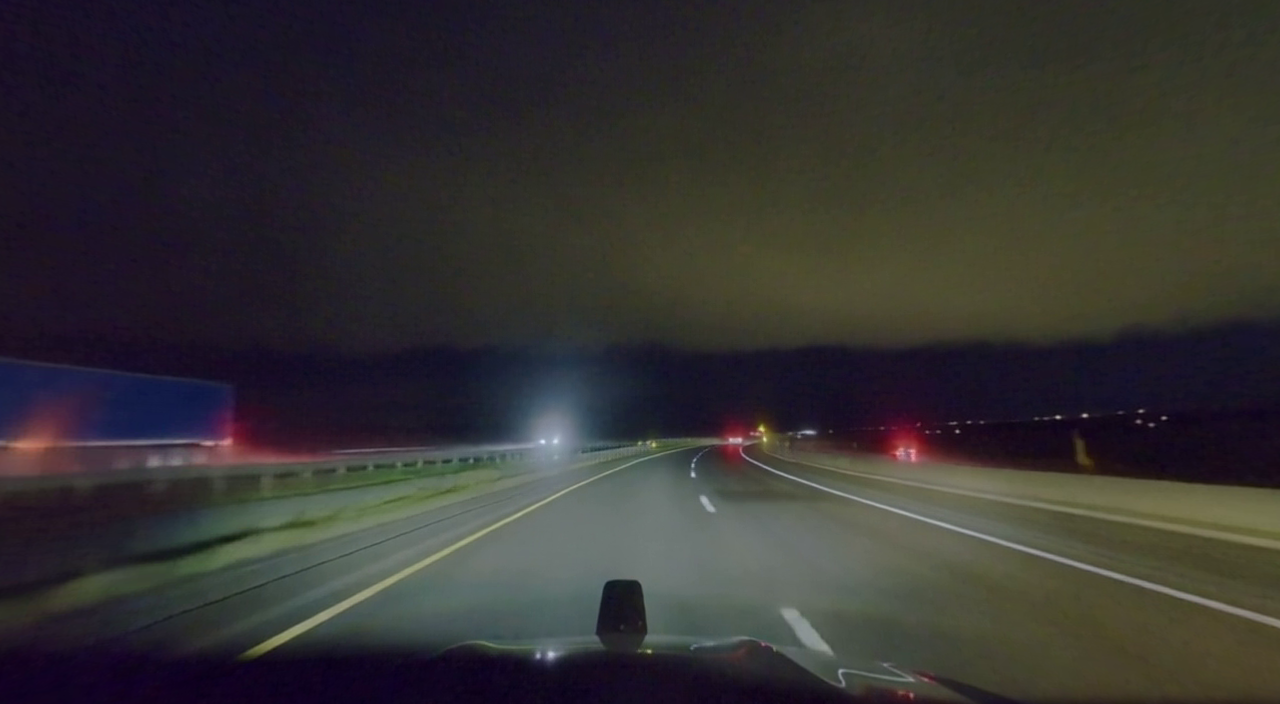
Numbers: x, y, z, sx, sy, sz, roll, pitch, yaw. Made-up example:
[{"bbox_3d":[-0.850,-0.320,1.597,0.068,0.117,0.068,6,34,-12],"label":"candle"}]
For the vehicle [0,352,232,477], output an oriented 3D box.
[{"bbox_3d":[-23.009,2.523,24.004,2.949,4.184,16.613,-1,-9,4],"label":"vehicle"}]
